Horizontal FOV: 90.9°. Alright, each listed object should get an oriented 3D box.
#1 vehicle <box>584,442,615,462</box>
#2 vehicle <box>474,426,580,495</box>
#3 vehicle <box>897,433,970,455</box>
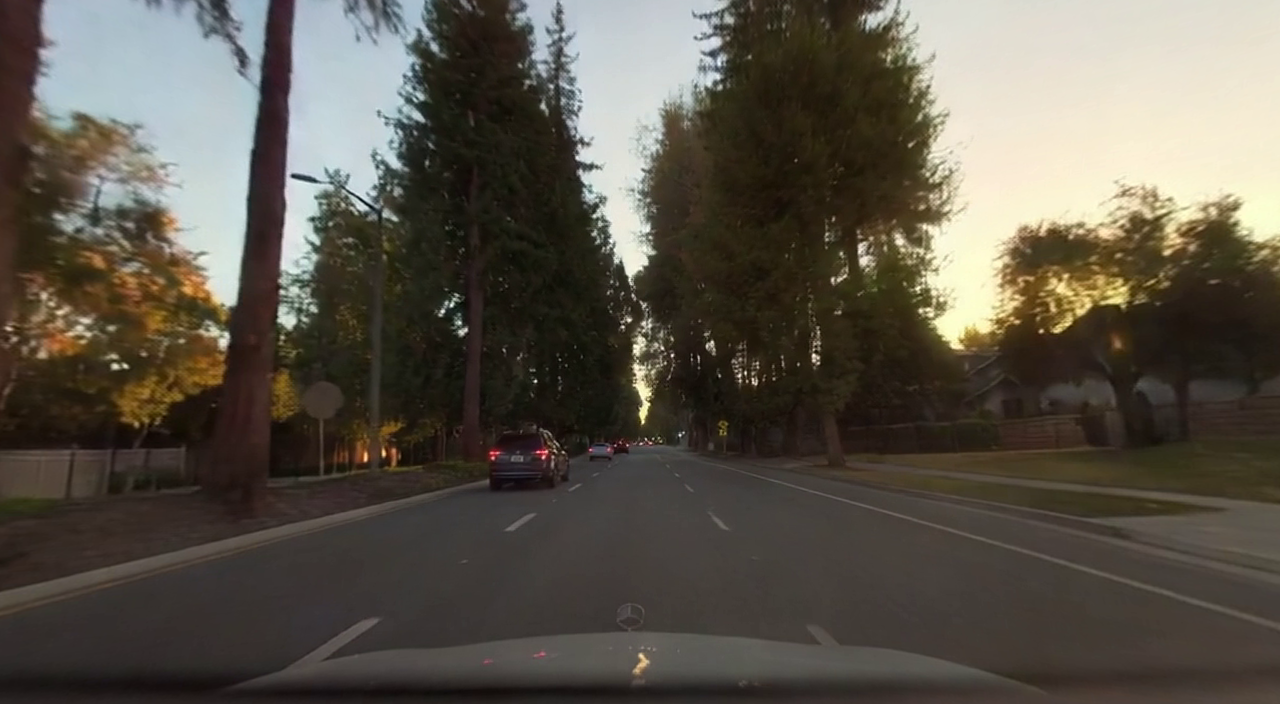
[{"bbox_3d":[-3.039,7.660,48.435,2.021,1.466,4.330,0,-9,1],"label":"vehicle"},{"bbox_3d":[-2.999,3.023,17.842,2.058,1.671,4.704,0,-9,1],"label":"vehicle"},{"bbox_3d":[21.053,6.626,45.364,4.288,1.450,1.892,-1,-9,2],"label":"vehicle"}]
